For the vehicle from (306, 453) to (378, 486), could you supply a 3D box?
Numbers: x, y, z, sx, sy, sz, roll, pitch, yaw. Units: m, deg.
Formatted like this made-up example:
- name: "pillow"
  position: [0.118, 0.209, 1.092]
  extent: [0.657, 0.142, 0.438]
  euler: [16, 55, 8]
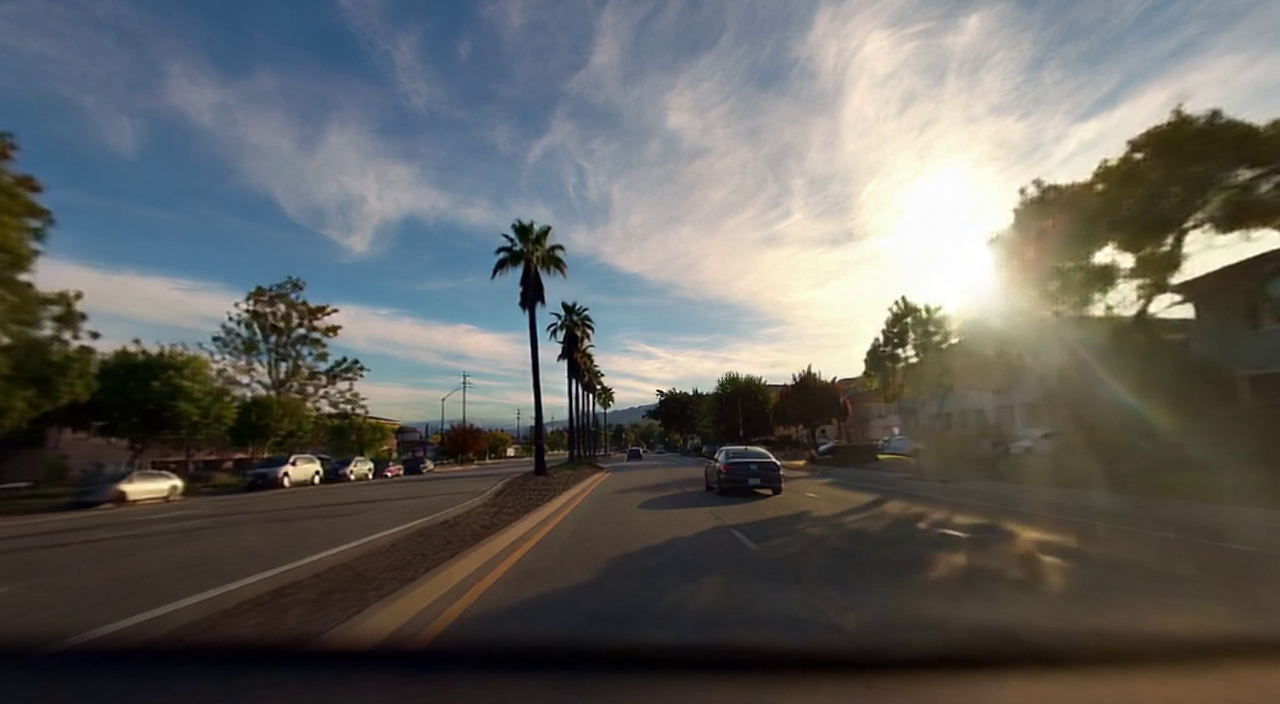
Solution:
- name: "vehicle"
  position: [-19.216, 7.583, 41.078]
  extent: [2.056, 1.946, 5.498]
  euler: [0, -9, -1]

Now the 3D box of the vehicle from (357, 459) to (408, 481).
- name: "vehicle"
  position: [-19.180, 8.800, 47.336]
  extent: [1.836, 1.476, 4.950]
  euler: [0, -9, -1]

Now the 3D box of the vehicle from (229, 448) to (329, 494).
- name: "vehicle"
  position: [-19.288, 6.342, 34.112]
  extent: [2.344, 2.232, 5.170]
  euler: [0, -9, 0]

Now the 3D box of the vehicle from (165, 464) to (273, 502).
- name: "vehicle"
  position: [-18.838, 5.861, 28.583]
  extent: [1.828, 1.472, 4.464]
  euler: [0, -9, 0]

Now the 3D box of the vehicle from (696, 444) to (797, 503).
- name: "vehicle"
  position: [2.918, 3.443, 18.396]
  extent: [1.989, 1.492, 4.689]
  euler: [0, -9, -2]

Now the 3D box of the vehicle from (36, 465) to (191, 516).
- name: "vehicle"
  position: [-18.969, 4.977, 23.089]
  extent: [1.811, 1.539, 4.560]
  euler: [0, -9, -2]
